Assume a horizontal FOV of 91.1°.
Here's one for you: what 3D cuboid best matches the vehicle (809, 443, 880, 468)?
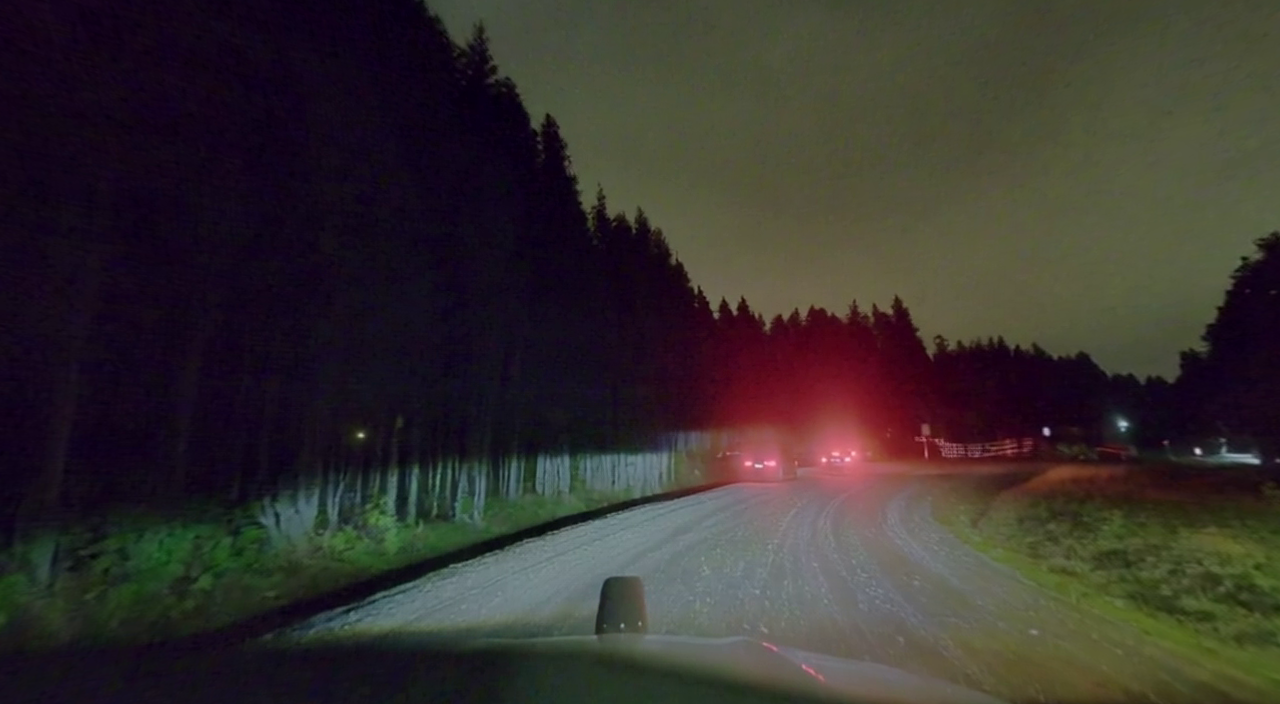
[{"bbox_3d":[15.744,7.961,48.537,2.135,1.775,4.988,5,-10,-31],"label":"vehicle"}]

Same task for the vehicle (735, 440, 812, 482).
[{"bbox_3d":[6.376,5.126,29.716,1.988,1.789,4.257,-4,-10,36],"label":"vehicle"}]
